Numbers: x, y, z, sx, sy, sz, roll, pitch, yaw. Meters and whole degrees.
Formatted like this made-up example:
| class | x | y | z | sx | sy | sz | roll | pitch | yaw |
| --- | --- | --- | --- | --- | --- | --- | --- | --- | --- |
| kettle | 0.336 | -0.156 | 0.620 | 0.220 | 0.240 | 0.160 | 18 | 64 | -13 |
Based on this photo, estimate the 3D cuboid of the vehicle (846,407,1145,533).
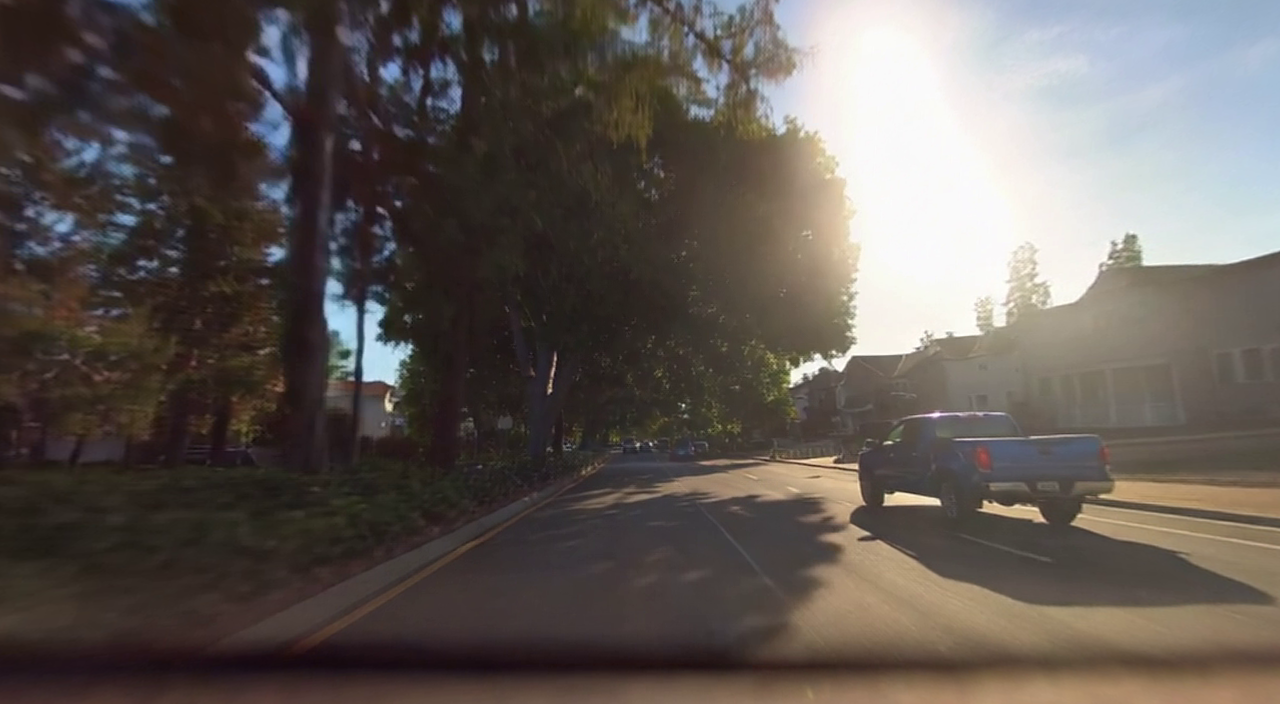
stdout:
| class | x | y | z | sx | sy | sz | roll | pitch | yaw |
| --- | --- | --- | --- | --- | --- | --- | --- | --- | --- |
| vehicle | 5.978 | 2.083 | 11.820 | 2.262 | 1.769 | 5.666 | 0 | -8 | 0 |

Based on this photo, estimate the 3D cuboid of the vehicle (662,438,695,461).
| class | x | y | z | sx | sy | sz | roll | pitch | yaw |
| --- | --- | --- | --- | --- | --- | --- | --- | --- | --- |
| vehicle | 2.819 | 7.246 | 46.984 | 2.061 | 1.632 | 4.222 | 0 | -8 | -1 |
